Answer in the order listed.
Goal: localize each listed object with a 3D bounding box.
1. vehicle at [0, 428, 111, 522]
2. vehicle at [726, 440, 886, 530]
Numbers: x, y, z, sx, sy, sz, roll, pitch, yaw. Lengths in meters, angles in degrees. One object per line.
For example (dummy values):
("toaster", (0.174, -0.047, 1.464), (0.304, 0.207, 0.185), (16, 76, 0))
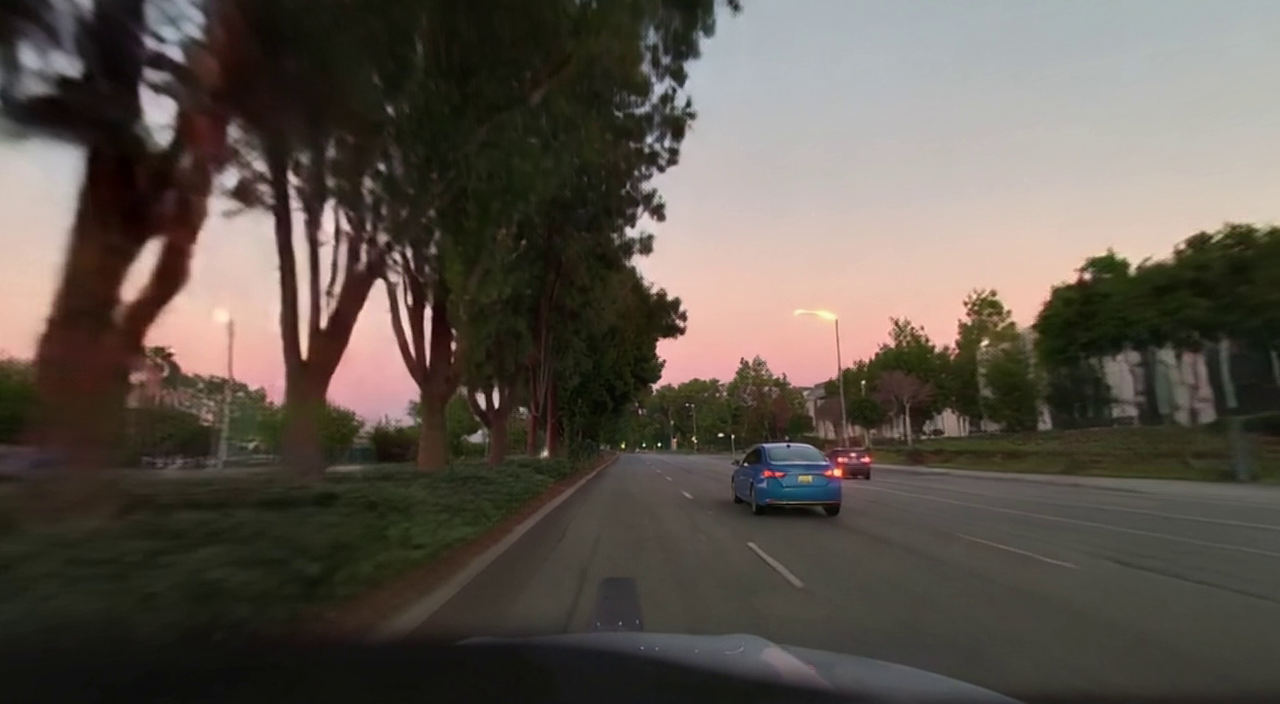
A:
("vehicle", (-14.554, 2.545, 13.050), (2.234, 1.957, 5.941), (0, -8, -2))
("vehicle", (3.051, 2.526, 12.647), (1.950, 1.473, 4.259), (0, -8, -1))
